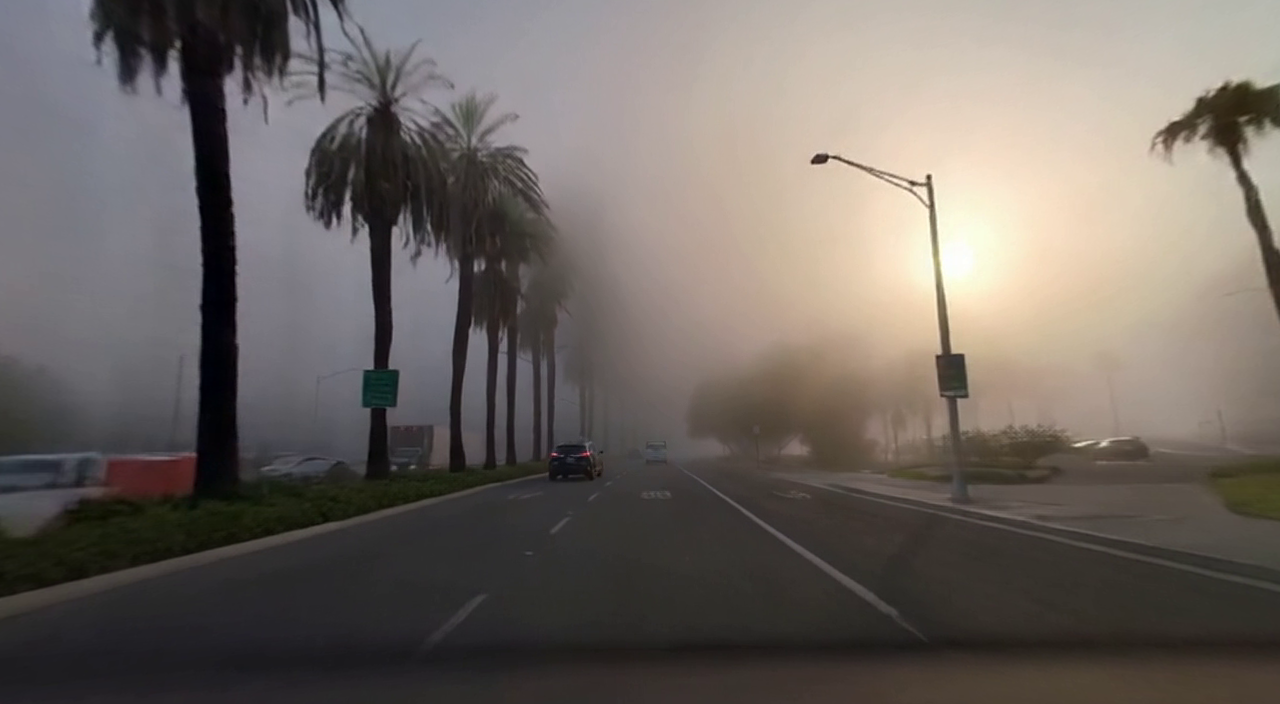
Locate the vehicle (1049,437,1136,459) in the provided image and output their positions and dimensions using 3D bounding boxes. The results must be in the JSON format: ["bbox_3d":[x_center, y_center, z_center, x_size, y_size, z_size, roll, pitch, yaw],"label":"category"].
[{"bbox_3d":[32.806,7.000,45.629,4.637,1.545,1.925,-3,-9,19],"label":"vehicle"}]

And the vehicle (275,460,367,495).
[{"bbox_3d":[-15.999,6.302,31.789,2.255,1.551,4.298,0,-9,2],"label":"vehicle"}]

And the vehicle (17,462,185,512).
[{"bbox_3d":[-19.769,4.938,23.385,1.955,1.514,4.685,0,-9,2],"label":"vehicle"}]

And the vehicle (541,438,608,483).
[{"bbox_3d":[-2.797,4.803,28.016,2.188,1.819,4.667,-1,-9,4],"label":"vehicle"}]
